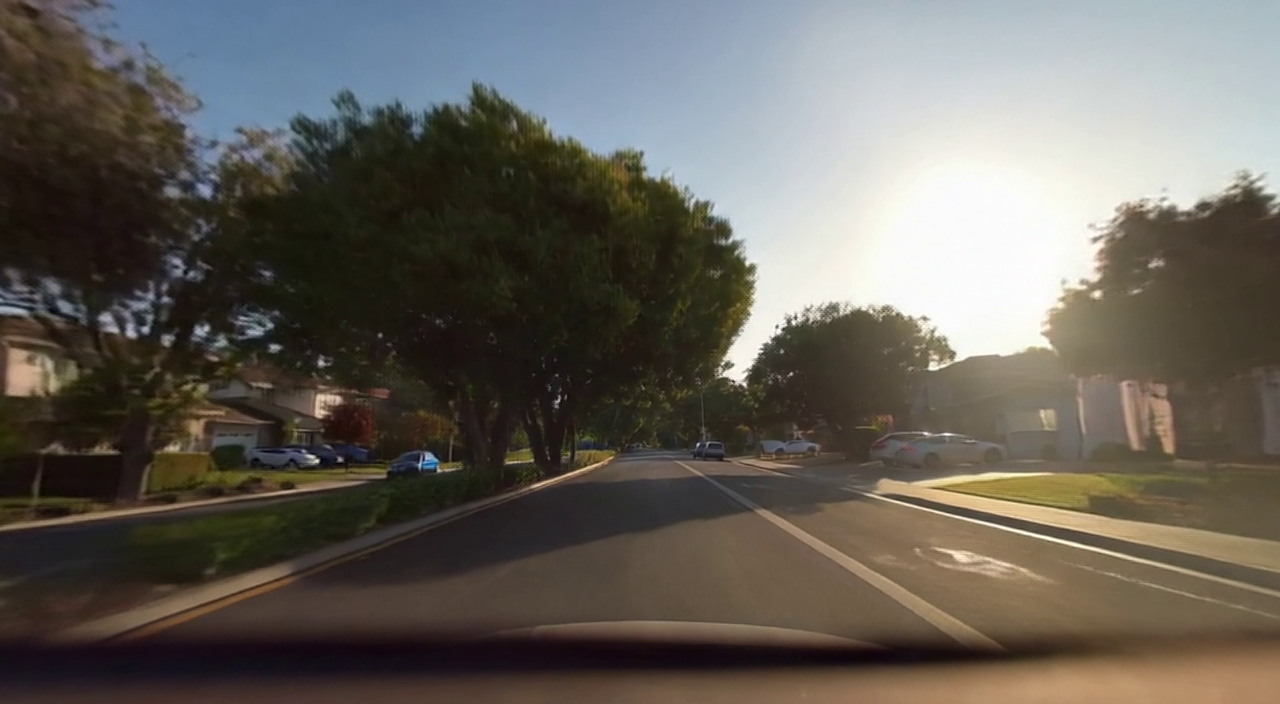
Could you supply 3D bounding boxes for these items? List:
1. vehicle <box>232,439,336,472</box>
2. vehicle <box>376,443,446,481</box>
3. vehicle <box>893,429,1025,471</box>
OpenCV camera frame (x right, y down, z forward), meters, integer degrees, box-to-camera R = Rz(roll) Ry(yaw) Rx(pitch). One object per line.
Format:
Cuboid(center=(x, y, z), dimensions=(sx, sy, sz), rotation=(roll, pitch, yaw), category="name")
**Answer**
Cuboid(center=(-21.111, 6.128, 37.590), dimensions=(4.830, 1.857, 2.183), rotation=(-1, -9, 2), category="vehicle")
Cuboid(center=(-11.380, 5.498, 31.736), dimensions=(2.020, 1.691, 4.308), rotation=(-2, -10, -2), category="vehicle")
Cuboid(center=(14.224, 4.412, 28.425), dimensions=(4.775, 1.524, 1.983), rotation=(-4, -9, 3), category="vehicle")
